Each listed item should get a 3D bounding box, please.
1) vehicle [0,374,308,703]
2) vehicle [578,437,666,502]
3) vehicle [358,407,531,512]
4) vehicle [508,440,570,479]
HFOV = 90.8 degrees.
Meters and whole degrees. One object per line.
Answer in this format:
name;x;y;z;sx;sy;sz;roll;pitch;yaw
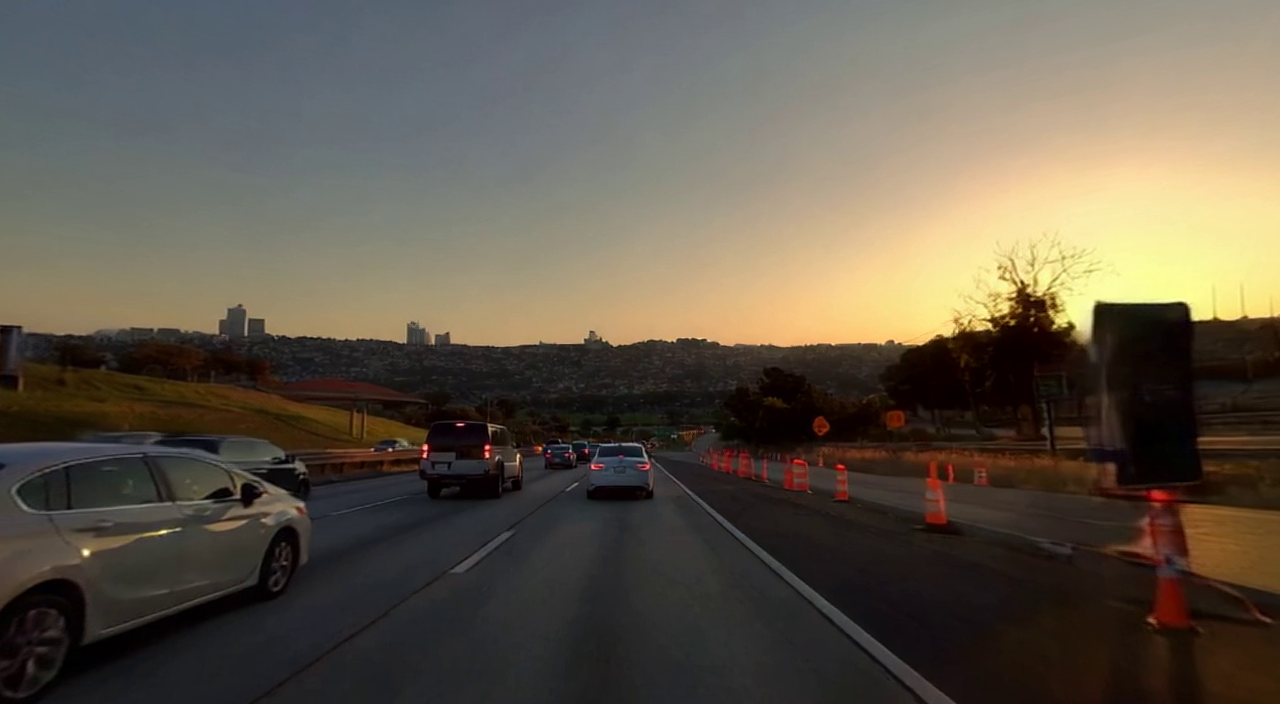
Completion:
vehicle;-3.940;0.966;3.240;2.041;1.604;4.384;0;-9;1
vehicle;-0.469;3.059;16.854;2.069;1.484;3.918;0;-9;-1
vehicle;-4.284;2.509;15.174;2.324;2.012;5.740;0;-9;0
vehicle;-4.023;4.361;25.892;1.824;1.459;4.007;0;-9;1
